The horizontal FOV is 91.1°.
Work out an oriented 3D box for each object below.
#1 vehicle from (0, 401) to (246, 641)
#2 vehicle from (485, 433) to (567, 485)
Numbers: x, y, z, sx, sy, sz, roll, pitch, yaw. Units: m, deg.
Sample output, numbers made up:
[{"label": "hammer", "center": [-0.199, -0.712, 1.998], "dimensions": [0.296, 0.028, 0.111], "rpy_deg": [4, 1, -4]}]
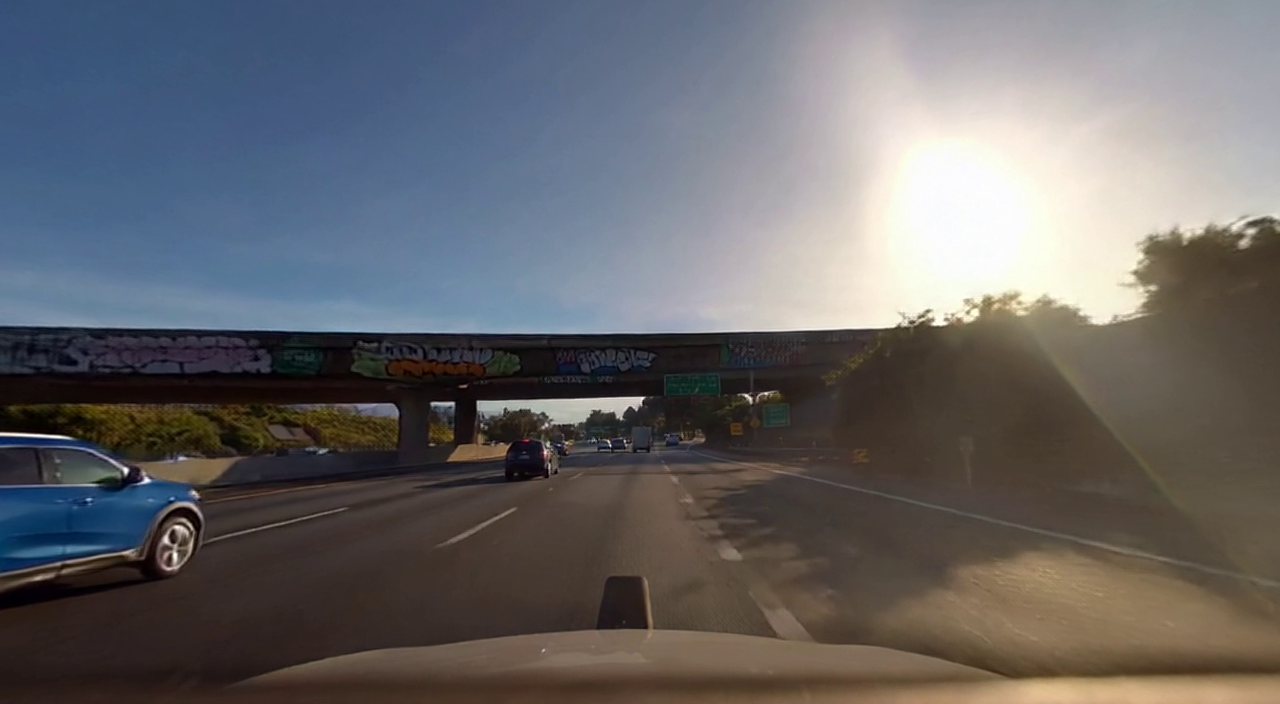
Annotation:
[{"label": "vehicle", "center": [-5.384, 1.258, 4.968], "dimensions": [1.969, 1.633, 3.962], "rpy_deg": [0, -8, -1]}, {"label": "vehicle", "center": [-4.030, 3.866, 23.005], "dimensions": [2.154, 1.693, 4.394], "rpy_deg": [0, -8, 1]}]
